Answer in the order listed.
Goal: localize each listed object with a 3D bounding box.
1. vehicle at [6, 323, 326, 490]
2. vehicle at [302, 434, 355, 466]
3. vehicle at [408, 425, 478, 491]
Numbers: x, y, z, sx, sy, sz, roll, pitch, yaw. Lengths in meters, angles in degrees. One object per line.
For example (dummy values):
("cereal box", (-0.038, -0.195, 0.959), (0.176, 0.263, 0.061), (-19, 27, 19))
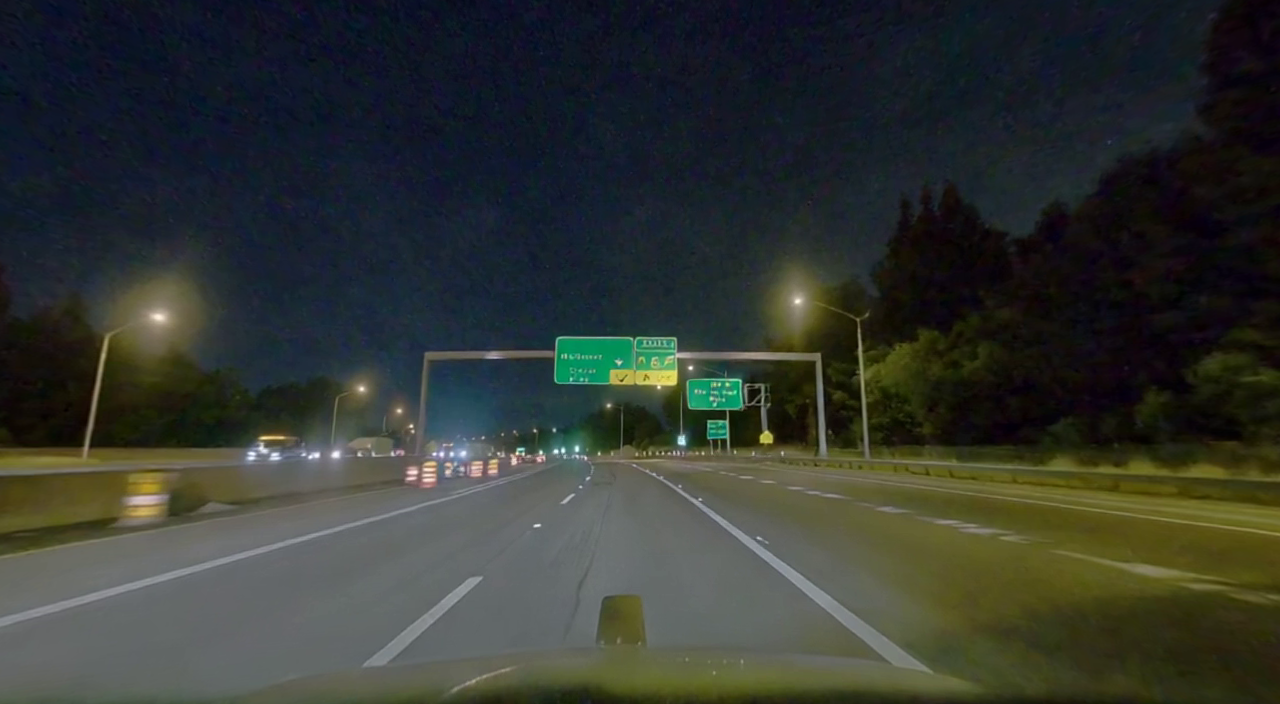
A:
("vehicle", (-14.881, 2.179, 21.207), (4.494, 4.430, 7.701), (3, -11, -2))
("vehicle", (-18.752, 5.908, 38.019), (1.722, 1.835, 3.286), (0, -9, -5))
("vehicle", (-8.111, 4.362, 26.233), (1.925, 2.542, 3.048), (0, -8, -1))
